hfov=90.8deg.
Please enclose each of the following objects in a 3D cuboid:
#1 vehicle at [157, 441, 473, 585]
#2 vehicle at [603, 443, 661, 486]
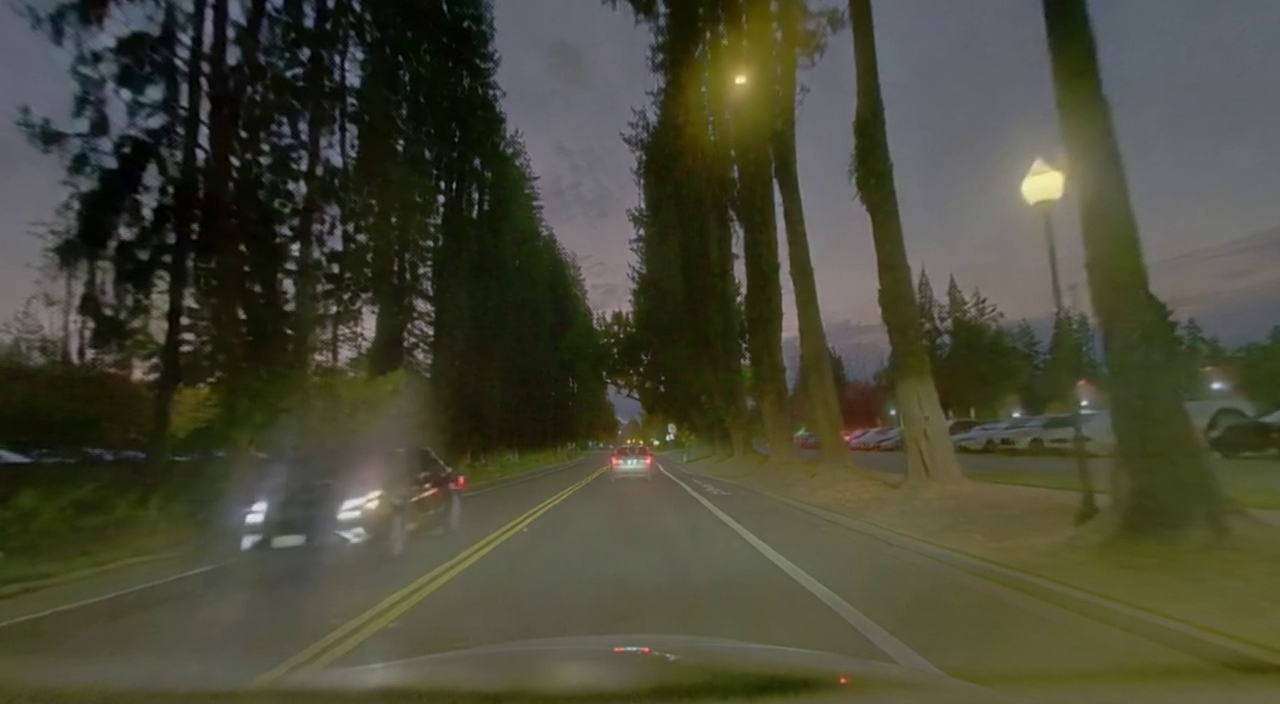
[{"bbox_3d":[-4.004,2.020,8.944,2.028,1.464,4.602,-1,-8,0],"label":"vehicle"},{"bbox_3d":[-0.328,4.532,25.833,2.152,1.574,4.223,0,-8,-1],"label":"vehicle"}]
